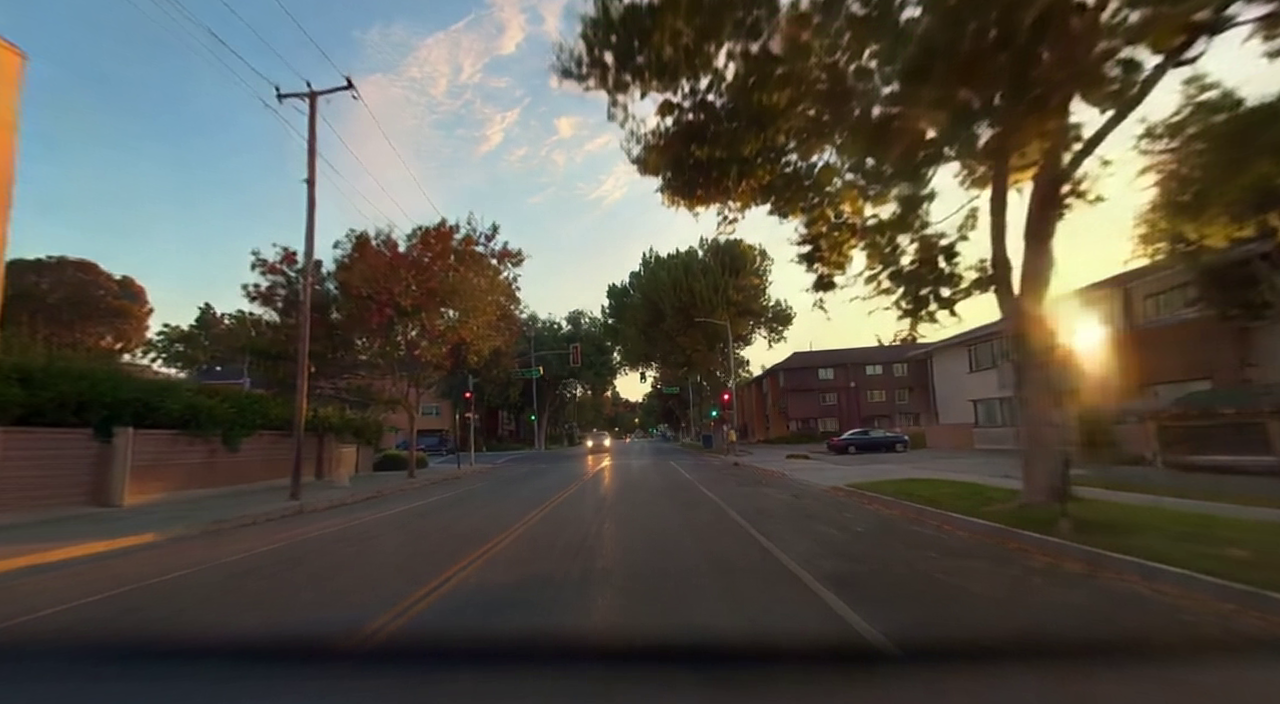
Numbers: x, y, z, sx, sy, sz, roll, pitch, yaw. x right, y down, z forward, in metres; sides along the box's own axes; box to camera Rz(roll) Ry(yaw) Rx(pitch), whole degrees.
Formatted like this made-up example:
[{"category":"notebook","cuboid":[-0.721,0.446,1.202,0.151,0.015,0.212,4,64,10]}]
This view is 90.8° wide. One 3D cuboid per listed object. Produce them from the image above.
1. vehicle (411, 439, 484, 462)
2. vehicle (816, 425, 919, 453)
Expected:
[{"category":"vehicle","cuboid":[-12.536,6.443,41.273,4.135,1.424,1.945,-1,-9,4]},{"category":"vehicle","cuboid":[12.670,4.893,35.391,4.908,1.521,2.108,0,-9,-4]}]
